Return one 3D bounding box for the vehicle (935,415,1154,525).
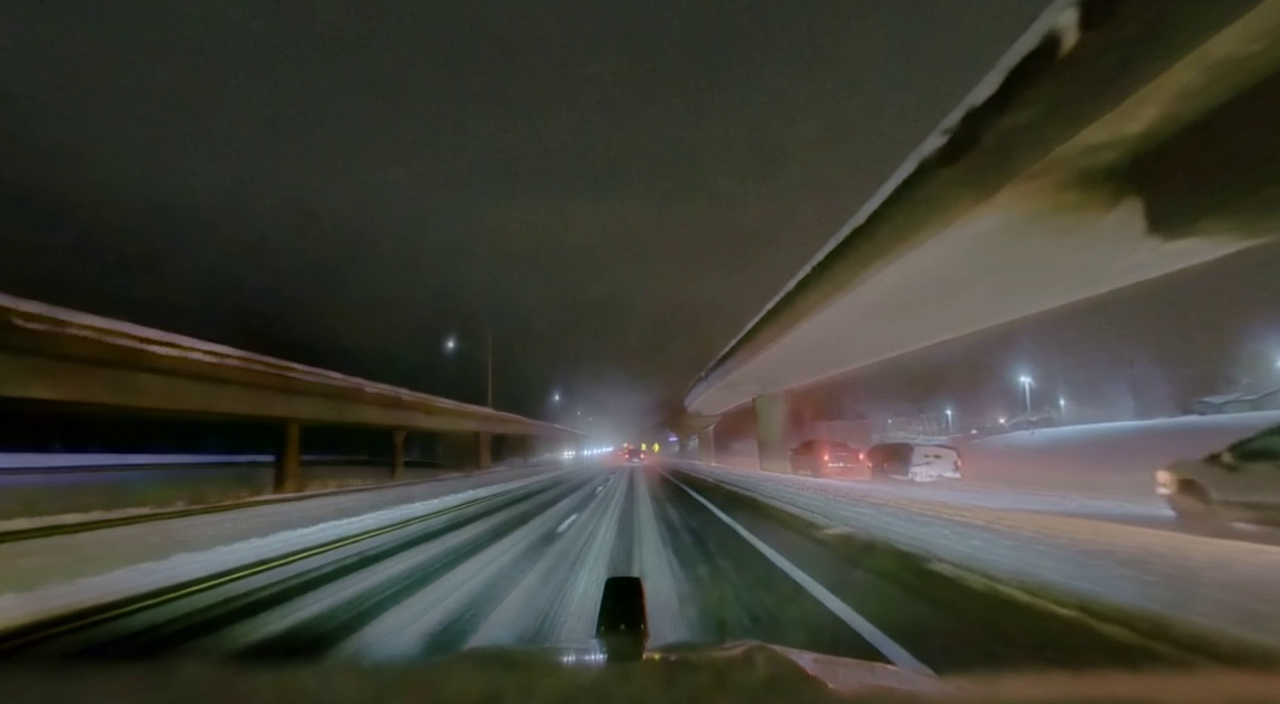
[{"bbox_3d":[16.114,4.773,26.411,2.704,3.716,9.364,0,-9,-1],"label":"vehicle"}]

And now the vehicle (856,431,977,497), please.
[{"bbox_3d":[16.082,6.559,37.649,2.887,3.412,9.164,0,-9,-1],"label":"vehicle"}]

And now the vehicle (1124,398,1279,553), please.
[{"bbox_3d":[16.336,2.902,14.766,2.791,3.573,9.032,0,-9,1],"label":"vehicle"}]
